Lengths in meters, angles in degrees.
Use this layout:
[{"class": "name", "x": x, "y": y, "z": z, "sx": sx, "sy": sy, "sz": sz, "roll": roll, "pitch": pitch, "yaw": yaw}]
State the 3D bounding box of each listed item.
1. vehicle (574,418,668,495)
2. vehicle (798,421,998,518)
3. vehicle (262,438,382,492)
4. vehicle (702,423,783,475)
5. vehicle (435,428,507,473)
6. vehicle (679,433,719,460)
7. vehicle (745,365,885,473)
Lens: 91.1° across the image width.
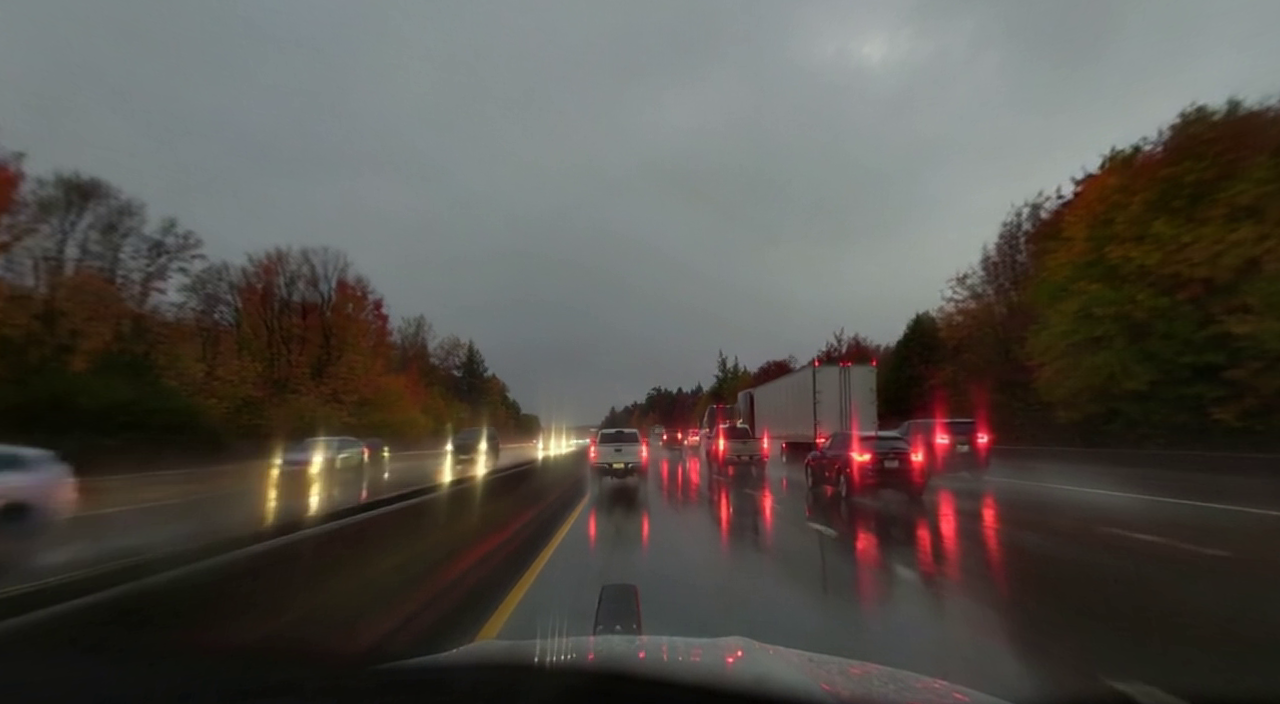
[{"class": "vehicle", "x": -0.486, "y": 2.648, "z": 16.352, "sx": 2.087, "sy": 1.709, "sz": 4.455, "roll": 0, "pitch": -8, "yaw": -2}, {"class": "vehicle", "x": 4.598, "y": 2.131, "z": 12.027, "sx": 2.040, "sy": 1.523, "sz": 4.068, "roll": 0, "pitch": -8, "yaw": -1}, {"class": "vehicle", "x": -11.380, "y": 4.003, "z": 22.901, "sx": 1.990, "sy": 1.751, "sz": 4.566, "roll": 0, "pitch": -8, "yaw": 0}, {"class": "vehicle", "x": 3.603, "y": 3.474, "z": 22.814, "sx": 2.147, "sy": 1.707, "sz": 3.963, "roll": 0, "pitch": -8, "yaw": -2}, {"class": "vehicle", "x": -8.356, "y": 4.900, "z": 31.665, "sx": 2.243, "sy": 2.051, "sz": 5.305, "roll": 0, "pitch": -8, "yaw": -1}, {"class": "vehicle", "x": 3.430, "y": 5.571, "z": 37.246, "sx": 1.865, "sy": 1.471, "sz": 3.916, "roll": 0, "pitch": -8, "yaw": -2}, {"class": "vehicle", "x": 7.771, "y": 3.411, "z": 30.731, "sx": 2.867, "sy": 4.066, "sz": 13.802, "roll": 0, "pitch": -7, "yaw": 0}]
